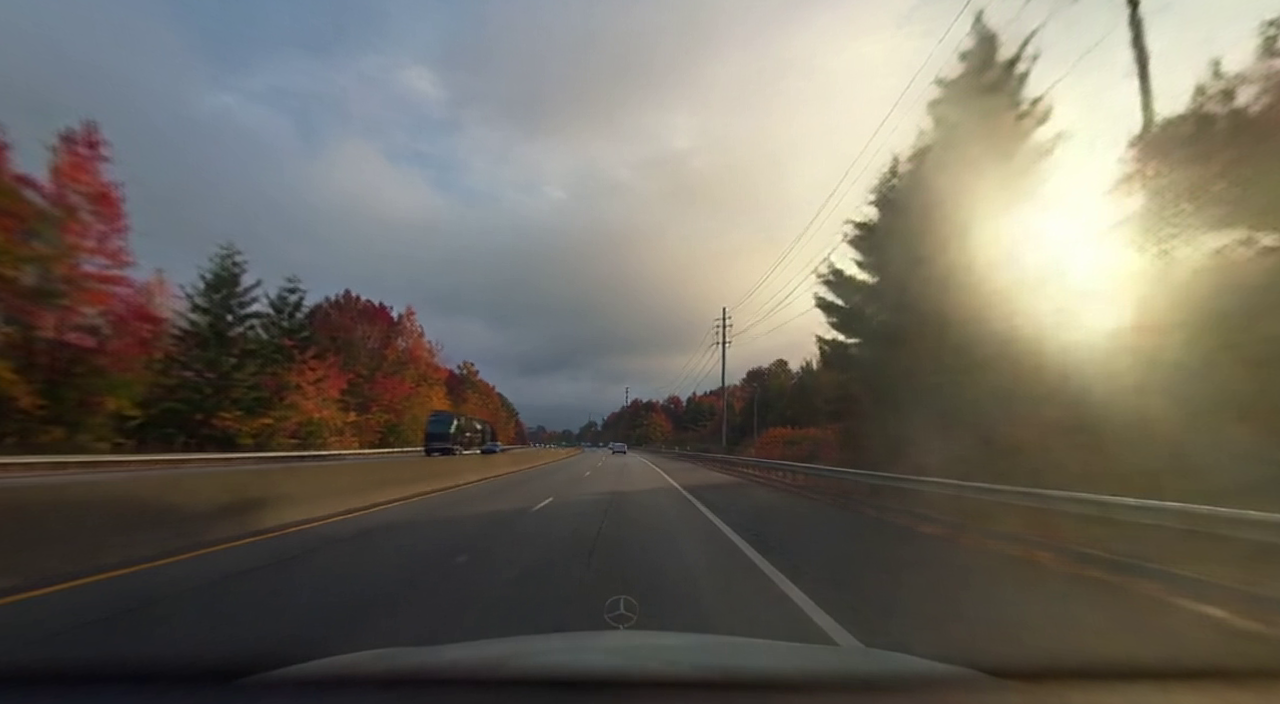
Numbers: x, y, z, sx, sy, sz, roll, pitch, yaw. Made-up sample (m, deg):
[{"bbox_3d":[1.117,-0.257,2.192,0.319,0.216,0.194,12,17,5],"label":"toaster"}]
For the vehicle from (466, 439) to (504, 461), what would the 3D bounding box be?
[{"bbox_3d":[-12.093,7.668,49.013,1.979,1.563,3.902,0,-9,0],"label":"vehicle"}]
